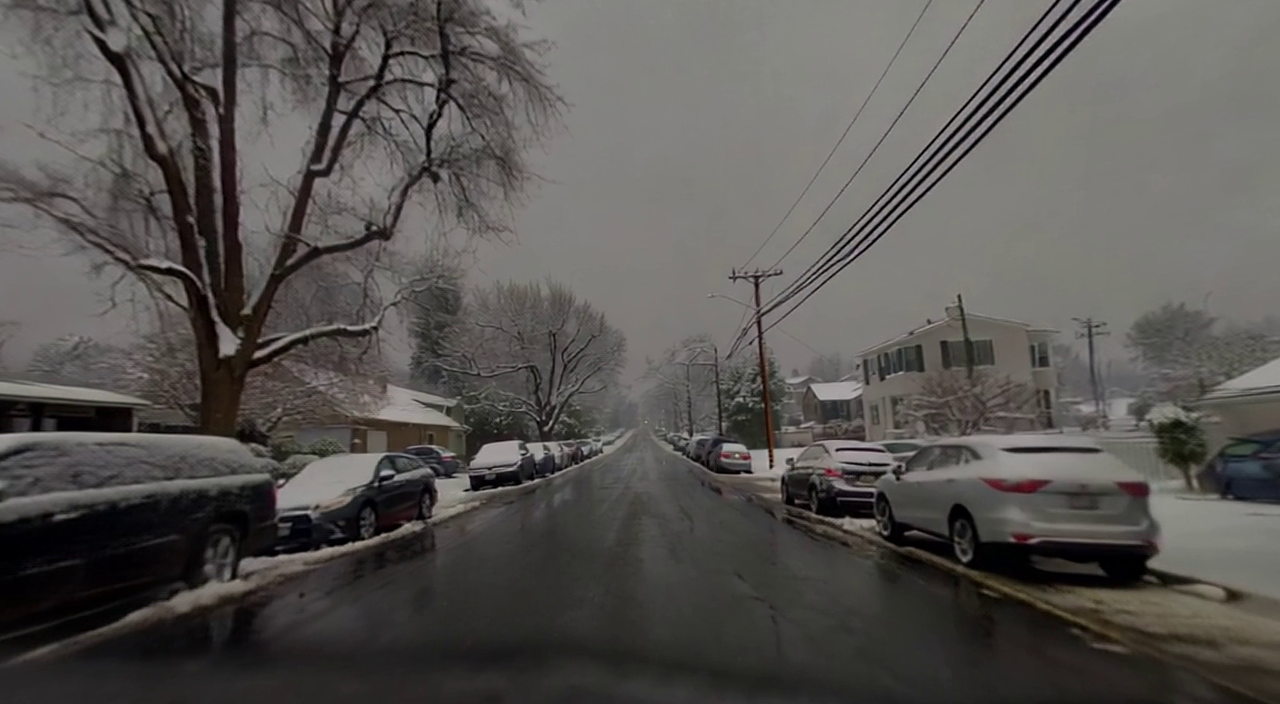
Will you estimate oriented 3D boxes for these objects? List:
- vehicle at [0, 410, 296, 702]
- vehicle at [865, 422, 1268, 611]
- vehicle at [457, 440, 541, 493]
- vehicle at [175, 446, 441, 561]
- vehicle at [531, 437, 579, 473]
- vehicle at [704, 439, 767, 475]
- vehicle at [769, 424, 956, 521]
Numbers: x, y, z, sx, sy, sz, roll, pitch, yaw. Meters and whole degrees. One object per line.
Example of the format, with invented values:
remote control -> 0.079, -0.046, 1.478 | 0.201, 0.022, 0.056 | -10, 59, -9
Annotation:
vehicle -> -5.110, 1.373, 4.699 | 2.360, 1.772, 4.907 | 0, -8, 0
vehicle -> 4.420, 1.710, 7.584 | 1.864, 1.592, 4.221 | 0, -8, 0
vehicle -> -5.013, 4.097, 23.138 | 2.032, 1.716, 4.382 | 0, -8, 0
vehicle -> -5.211, 2.390, 10.855 | 2.109, 1.501, 4.522 | 0, -8, 0
vehicle -> -5.168, 6.298, 39.066 | 2.184, 1.958, 5.757 | -2, -8, 0
vehicle -> 4.368, 4.873, 29.664 | 2.174, 1.504, 4.809 | 0, -8, 0
vehicle -> 4.189, 2.512, 12.948 | 2.057, 1.511, 4.858 | -2, -12, 1
